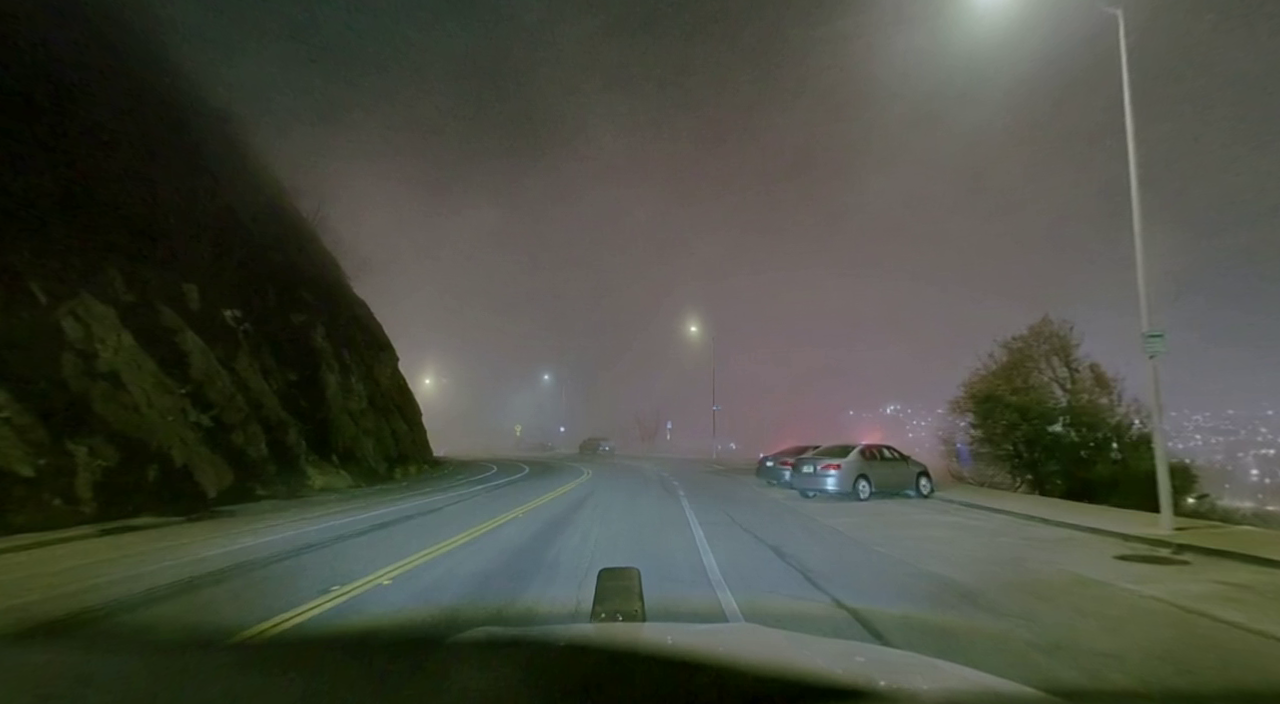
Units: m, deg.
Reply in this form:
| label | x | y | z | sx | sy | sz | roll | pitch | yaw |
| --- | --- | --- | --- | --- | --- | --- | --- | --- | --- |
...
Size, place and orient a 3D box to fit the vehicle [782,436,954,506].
| label | x | y | z | sx | sy | sz | roll | pitch | yaw |
| --- | --- | --- | --- | --- | --- | --- | --- | --- | --- |
| vehicle | 5.915 | 2.946 | 16.152 | 4.609 | 1.505 | 2.061 | 7 | -11 | -40 |
